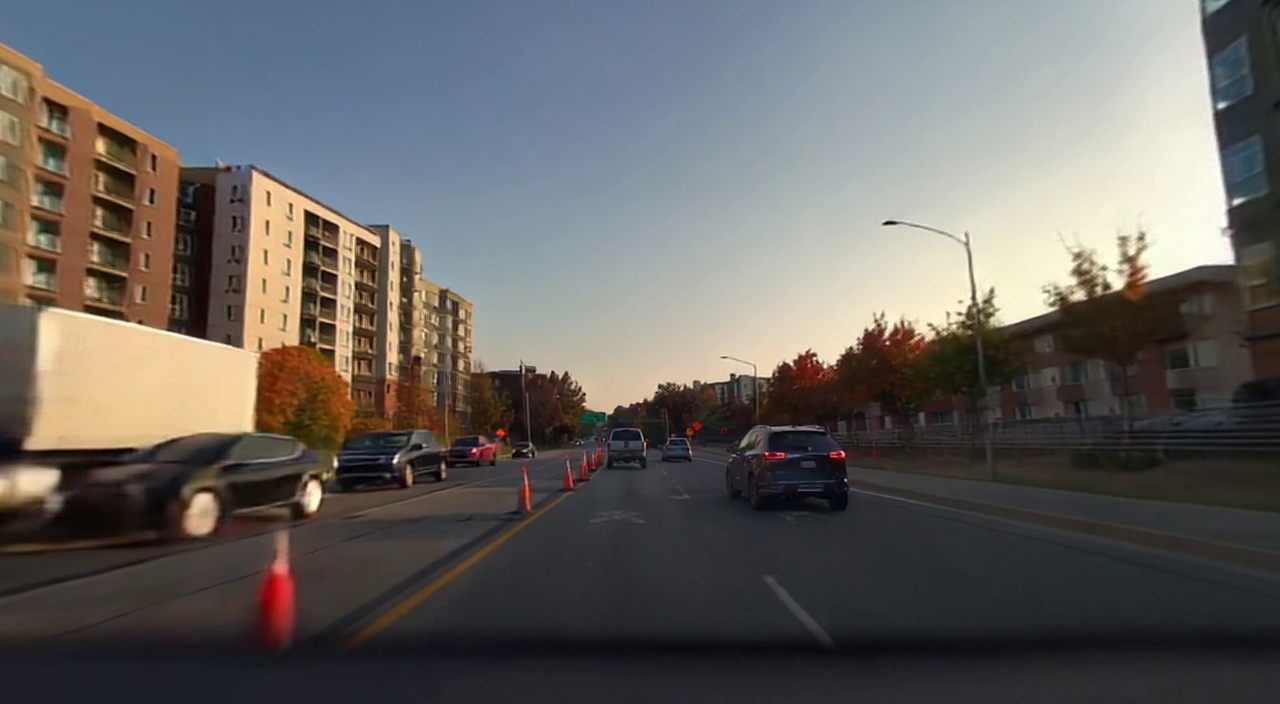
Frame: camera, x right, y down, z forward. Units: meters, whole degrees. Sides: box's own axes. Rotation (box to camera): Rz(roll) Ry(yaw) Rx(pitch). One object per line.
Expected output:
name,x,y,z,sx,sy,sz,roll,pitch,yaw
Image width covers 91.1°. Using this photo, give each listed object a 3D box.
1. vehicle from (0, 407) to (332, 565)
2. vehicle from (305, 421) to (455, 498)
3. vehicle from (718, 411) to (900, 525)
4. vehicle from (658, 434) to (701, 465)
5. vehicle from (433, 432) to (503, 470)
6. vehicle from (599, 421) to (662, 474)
vehicle,-7.302,1.930,9.926,2.437,1.820,4.827,-1,-8,0
vehicle,-7.646,3.232,19.308,2.296,1.911,5.688,-2,-8,-1
vehicle,3.075,2.292,12.966,2.120,1.828,5.531,0,-9,-1
vehicle,2.491,6.359,40.997,2.187,1.835,5.471,0,-8,-2
vehicle,-9.510,5.529,35.182,2.192,1.923,4.970,-1,-9,5
vehicle,-0.526,4.737,31.141,2.762,2.309,6.723,0,-9,-2
